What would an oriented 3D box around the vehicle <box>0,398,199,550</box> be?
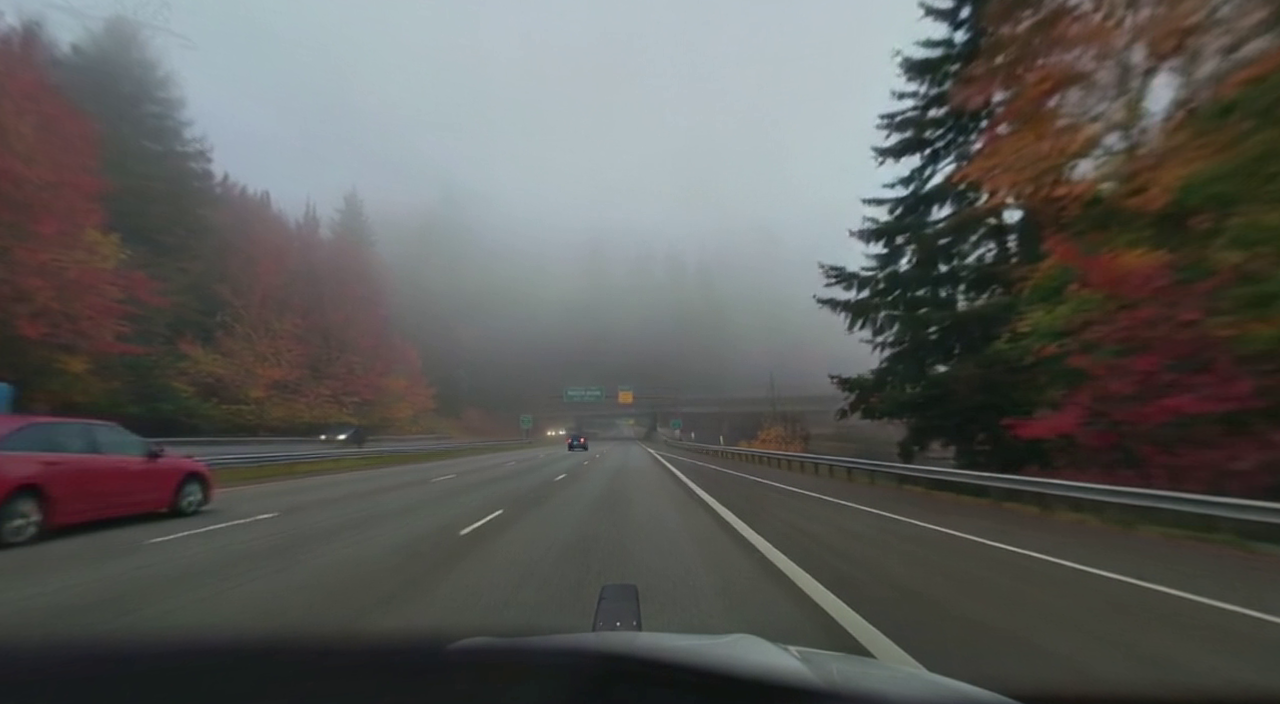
[{"bbox_3d":[-8.090,1.457,7.754,1.987,1.677,4.580,0,-8,-1],"label":"vehicle"}]
